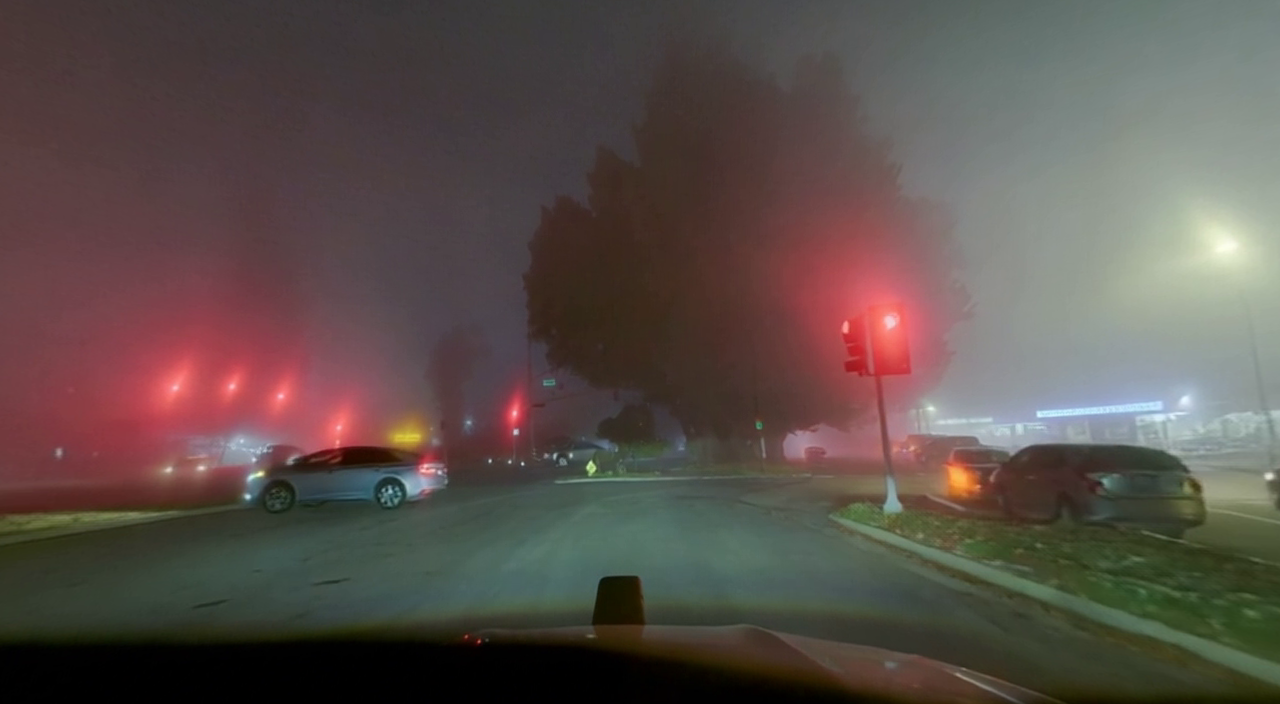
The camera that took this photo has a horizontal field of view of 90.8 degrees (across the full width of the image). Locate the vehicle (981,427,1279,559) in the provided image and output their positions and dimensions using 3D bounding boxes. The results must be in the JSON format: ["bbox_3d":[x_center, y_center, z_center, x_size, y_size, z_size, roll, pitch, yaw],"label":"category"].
[{"bbox_3d":[6.928,1.951,9.583,1.867,1.479,4.452,-2,-9,12],"label":"vehicle"}]

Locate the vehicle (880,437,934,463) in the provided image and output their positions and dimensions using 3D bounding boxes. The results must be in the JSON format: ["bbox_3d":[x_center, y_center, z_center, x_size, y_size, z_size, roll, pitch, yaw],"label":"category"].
[{"bbox_3d":[16.437,6.039,39.113,1.951,1.491,4.359,-1,-8,7],"label":"vehicle"}]

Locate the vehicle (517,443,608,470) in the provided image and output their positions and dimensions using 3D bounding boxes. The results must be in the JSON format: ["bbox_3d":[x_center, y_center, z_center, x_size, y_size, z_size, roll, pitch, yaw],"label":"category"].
[{"bbox_3d":[-4.447,6.009,36.575,4.792,1.468,2.116,-2,-9,14],"label":"vehicle"}]

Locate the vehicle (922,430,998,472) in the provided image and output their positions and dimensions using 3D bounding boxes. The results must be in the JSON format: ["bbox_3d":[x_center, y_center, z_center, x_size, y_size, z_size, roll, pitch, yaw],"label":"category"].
[{"bbox_3d":[13.777,4.294,27.489,1.921,1.657,4.400,-2,-9,14],"label":"vehicle"}]

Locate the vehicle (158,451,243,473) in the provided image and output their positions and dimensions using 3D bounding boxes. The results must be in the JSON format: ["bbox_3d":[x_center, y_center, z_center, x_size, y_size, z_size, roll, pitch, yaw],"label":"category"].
[{"bbox_3d":[-32.293,8.061,46.518,1.840,1.451,4.657,-6,-10,33],"label":"vehicle"}]

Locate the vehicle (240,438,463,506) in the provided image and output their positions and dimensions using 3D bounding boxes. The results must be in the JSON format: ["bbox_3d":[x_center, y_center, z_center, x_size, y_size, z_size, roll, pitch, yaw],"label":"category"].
[{"bbox_3d":[-6.650,2.791,14.917,4.376,1.476,1.791,0,-8,2],"label":"vehicle"}]

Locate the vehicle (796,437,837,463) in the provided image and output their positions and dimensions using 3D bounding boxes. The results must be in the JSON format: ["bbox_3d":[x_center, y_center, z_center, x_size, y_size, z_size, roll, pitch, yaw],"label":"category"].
[{"bbox_3d":[11.375,6.346,41.006,2.061,1.519,4.794,-2,-8,10],"label":"vehicle"}]
